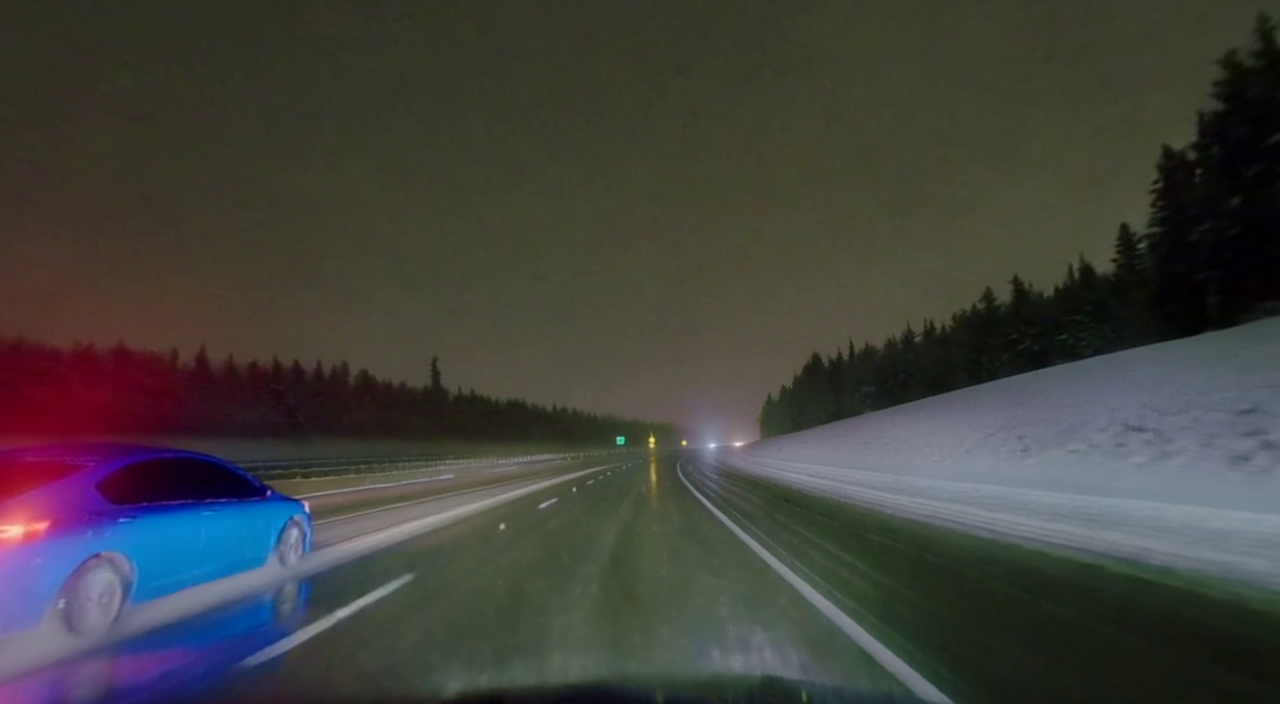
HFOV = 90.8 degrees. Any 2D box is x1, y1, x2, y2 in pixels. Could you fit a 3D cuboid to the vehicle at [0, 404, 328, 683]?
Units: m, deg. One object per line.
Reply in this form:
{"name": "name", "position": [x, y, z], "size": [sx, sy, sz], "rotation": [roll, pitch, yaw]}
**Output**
{"name": "vehicle", "position": [-4.448, 1.296, 5.071], "size": [1.928, 1.504, 3.745], "rotation": [0, -9, 0]}
